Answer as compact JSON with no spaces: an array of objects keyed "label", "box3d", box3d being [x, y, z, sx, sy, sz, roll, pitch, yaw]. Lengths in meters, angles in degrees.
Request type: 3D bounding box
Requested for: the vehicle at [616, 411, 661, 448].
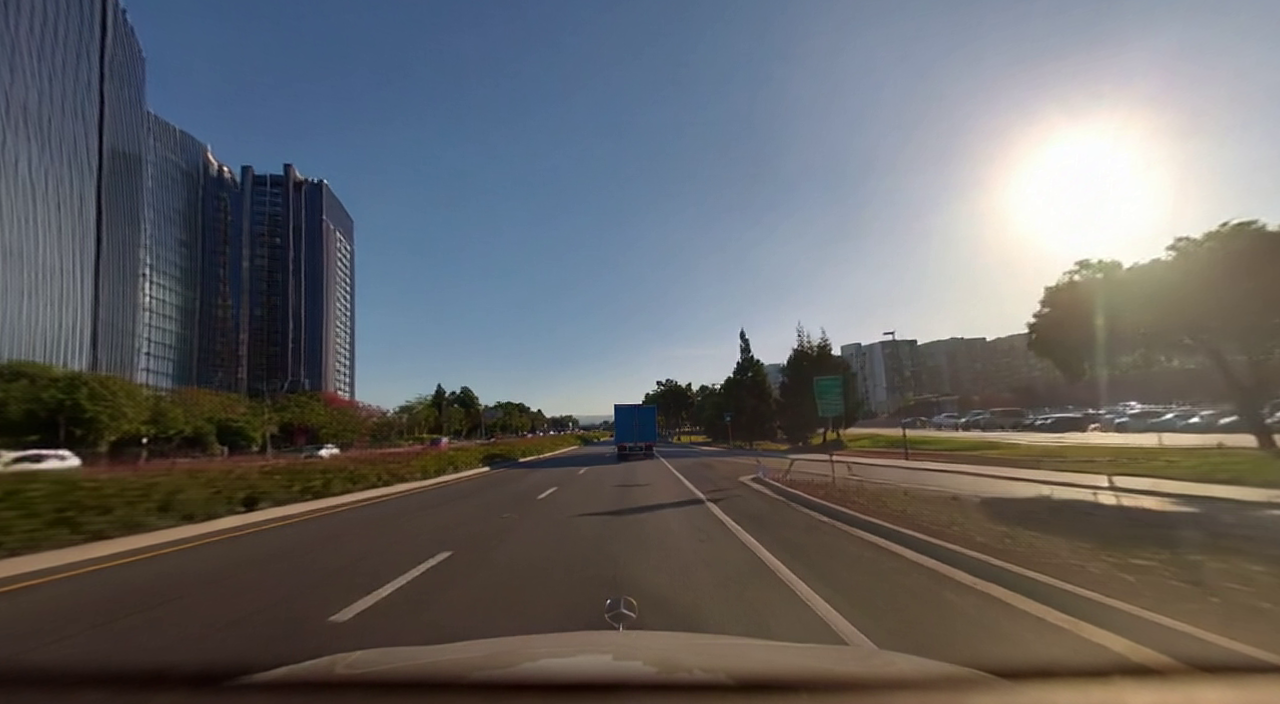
[{"label":"vehicle","box3d":[-0.176,4.202,33.660,2.178,1.829,4.932,0,-9,-3]}]
